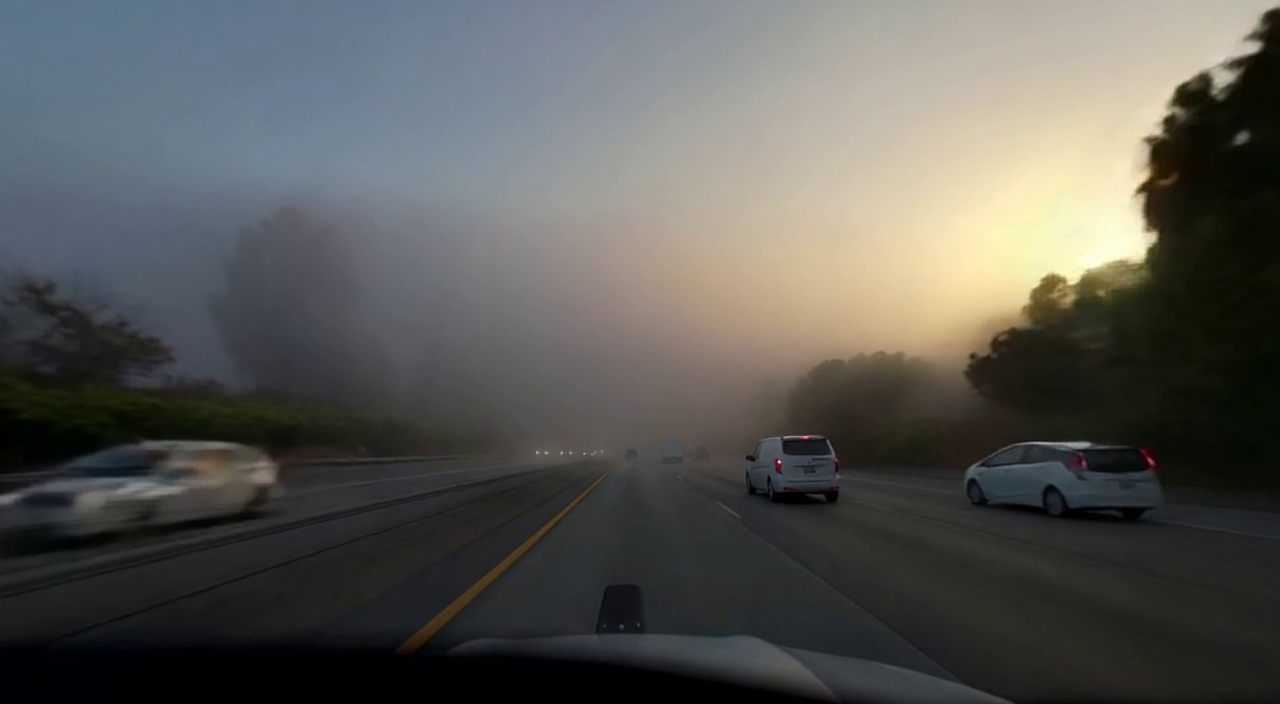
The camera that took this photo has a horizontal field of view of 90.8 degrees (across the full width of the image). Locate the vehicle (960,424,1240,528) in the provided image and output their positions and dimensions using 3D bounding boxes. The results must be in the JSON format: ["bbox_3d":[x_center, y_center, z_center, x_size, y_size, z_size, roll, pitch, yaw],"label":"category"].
[{"bbox_3d":[8.527,2.337,12.406,2.018,1.636,4.510,0,-9,-1],"label":"vehicle"}]

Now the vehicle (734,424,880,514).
[{"bbox_3d":[3.664,2.685,14.886,2.070,1.751,4.576,0,-9,-1],"label":"vehicle"}]
